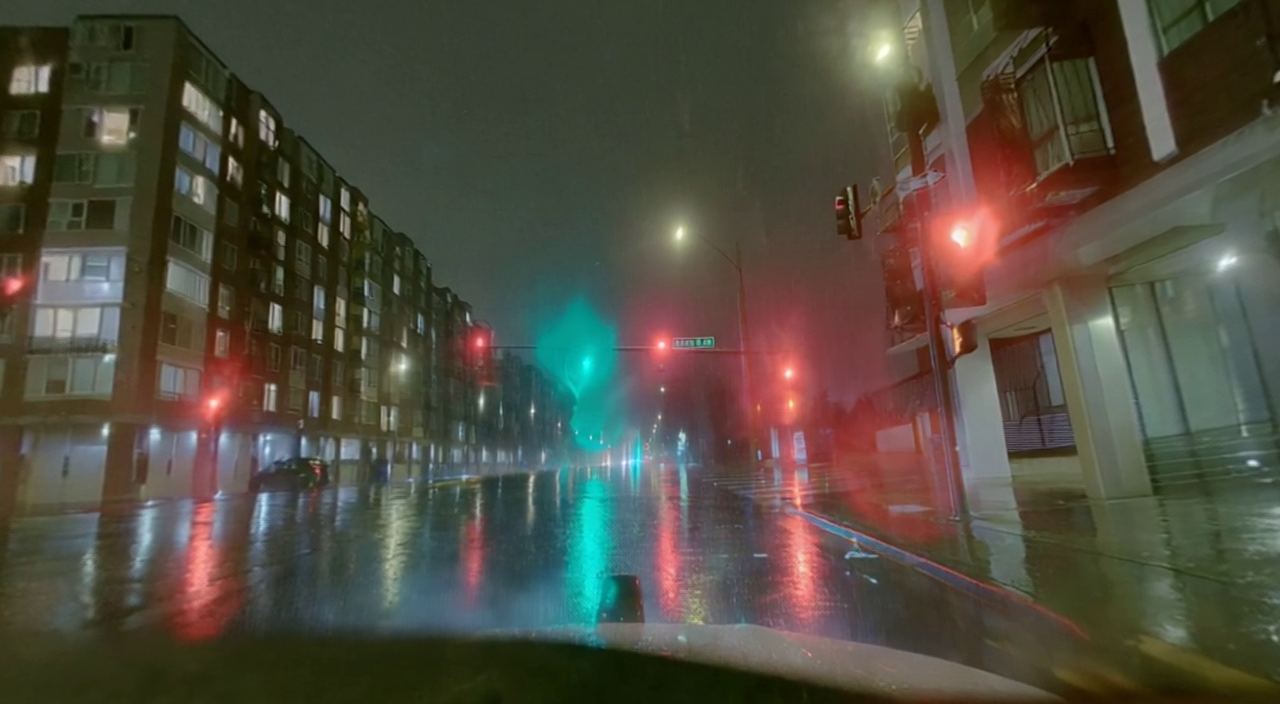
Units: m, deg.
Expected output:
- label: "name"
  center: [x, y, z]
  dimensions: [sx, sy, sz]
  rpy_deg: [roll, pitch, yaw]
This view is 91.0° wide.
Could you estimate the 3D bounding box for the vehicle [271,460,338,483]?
- label: "vehicle"
  center: [-24.620, 8.770, 46.297]
  dimensions: [3.882, 1.600, 1.768]
  rpy_deg: [0, -9, 1]
